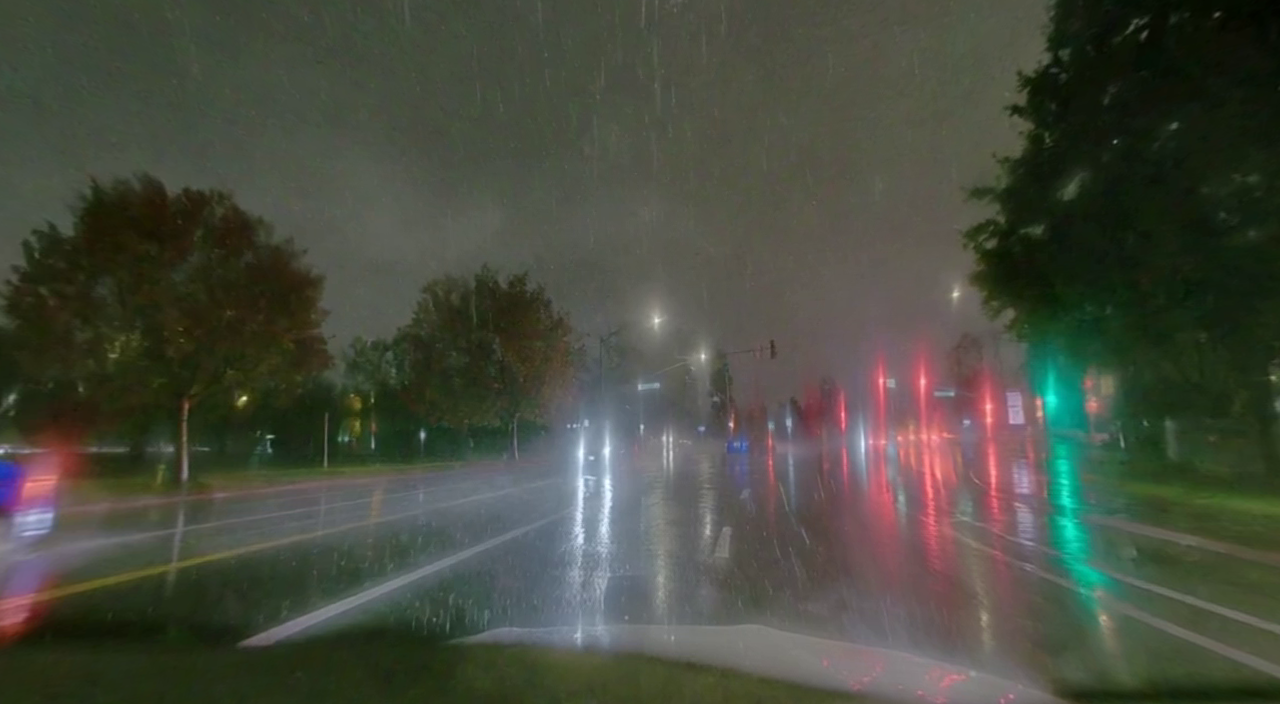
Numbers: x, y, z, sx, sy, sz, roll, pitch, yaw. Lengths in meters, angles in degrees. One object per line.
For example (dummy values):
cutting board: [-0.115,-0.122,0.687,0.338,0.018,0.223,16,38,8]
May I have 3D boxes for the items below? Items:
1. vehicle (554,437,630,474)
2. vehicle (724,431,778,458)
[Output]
vehicle: [-2.141,4.811,29.628,1.983,1.562,4.652,-3,-9,17]
vehicle: [6.993,5.770,39.424,2.055,1.573,4.065,-5,-9,29]
